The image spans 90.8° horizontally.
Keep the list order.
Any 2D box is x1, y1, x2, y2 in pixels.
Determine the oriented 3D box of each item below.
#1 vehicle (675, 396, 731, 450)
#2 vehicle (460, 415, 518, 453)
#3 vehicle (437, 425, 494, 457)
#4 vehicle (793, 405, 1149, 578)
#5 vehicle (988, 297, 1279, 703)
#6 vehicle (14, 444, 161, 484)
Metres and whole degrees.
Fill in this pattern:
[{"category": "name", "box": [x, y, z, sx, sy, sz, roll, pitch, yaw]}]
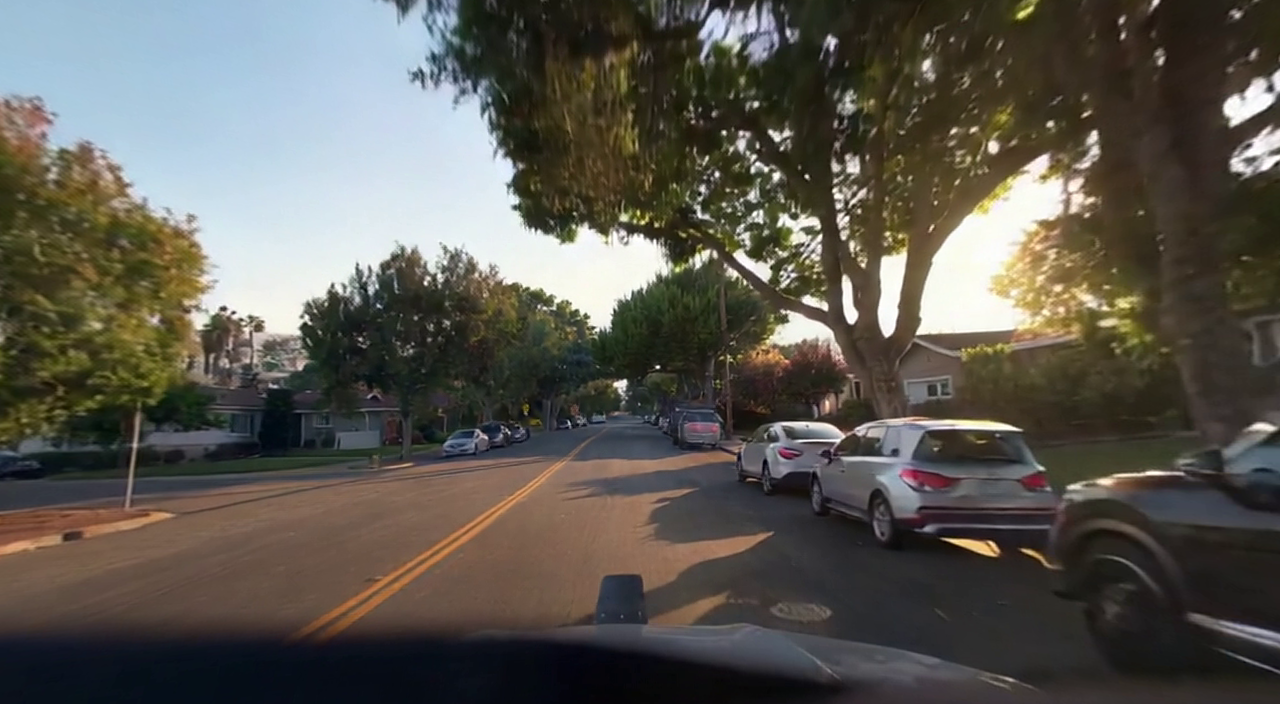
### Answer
[{"category": "vehicle", "box": [3.001, 3.513, 30.885, 2.233, 2.453, 3.787, 0, -8, -2]}, {"category": "vehicle", "box": [-8.641, 4.746, 36.583, 2.163, 1.841, 4.679, -6, -7, -1]}, {"category": "vehicle", "box": [-8.489, 4.371, 31.018, 1.821, 1.476, 4.060, 0, -8, -3]}, {"category": "vehicle", "box": [3.668, 1.615, 8.165, 2.047, 1.598, 4.321, 0, -8, -3]}, {"category": "vehicle", "box": [3.666, 0.655, 2.077, 2.208, 1.863, 4.799, 0, -8, -1]}, {"category": "vehicle", "box": [-22.641, 4.556, 26.133, 1.813, 1.499, 4.321, -1, -8, 8]}]
